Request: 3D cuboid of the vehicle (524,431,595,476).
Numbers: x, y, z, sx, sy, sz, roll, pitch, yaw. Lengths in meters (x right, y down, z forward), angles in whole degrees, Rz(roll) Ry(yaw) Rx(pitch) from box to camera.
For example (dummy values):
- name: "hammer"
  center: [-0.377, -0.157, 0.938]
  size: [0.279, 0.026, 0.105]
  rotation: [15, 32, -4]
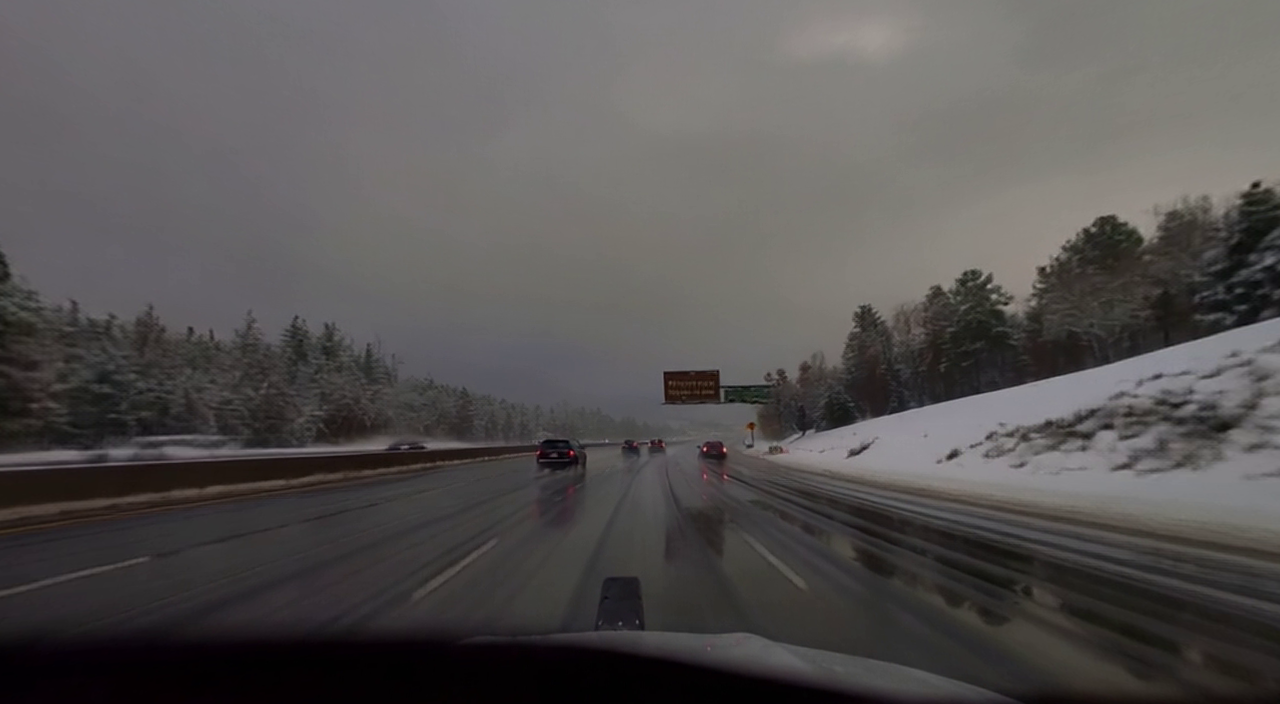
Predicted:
- name: "vehicle"
  center: [-3.237, 4.196, 26.387]
  size: [2.166, 1.700, 4.661]
  rotation: [0, -8, 2]

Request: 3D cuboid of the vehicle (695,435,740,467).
- name: "vehicle"
  center: [4.615, 5.951, 38.138]
  size: [2.164, 1.788, 4.500]
  rotation: [0, -8, 0]

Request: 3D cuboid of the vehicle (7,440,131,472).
- name: "vehicle"
  center: [-28.773, 5.249, 32.065]
  size: [1.910, 1.476, 4.599]
  rotation: [0, -8, 2]

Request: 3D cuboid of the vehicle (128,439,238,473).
- name: "vehicle"
  center: [-21.231, 4.841, 29.611]
  size: [1.822, 1.480, 4.290]
  rotation: [0, -8, 2]
